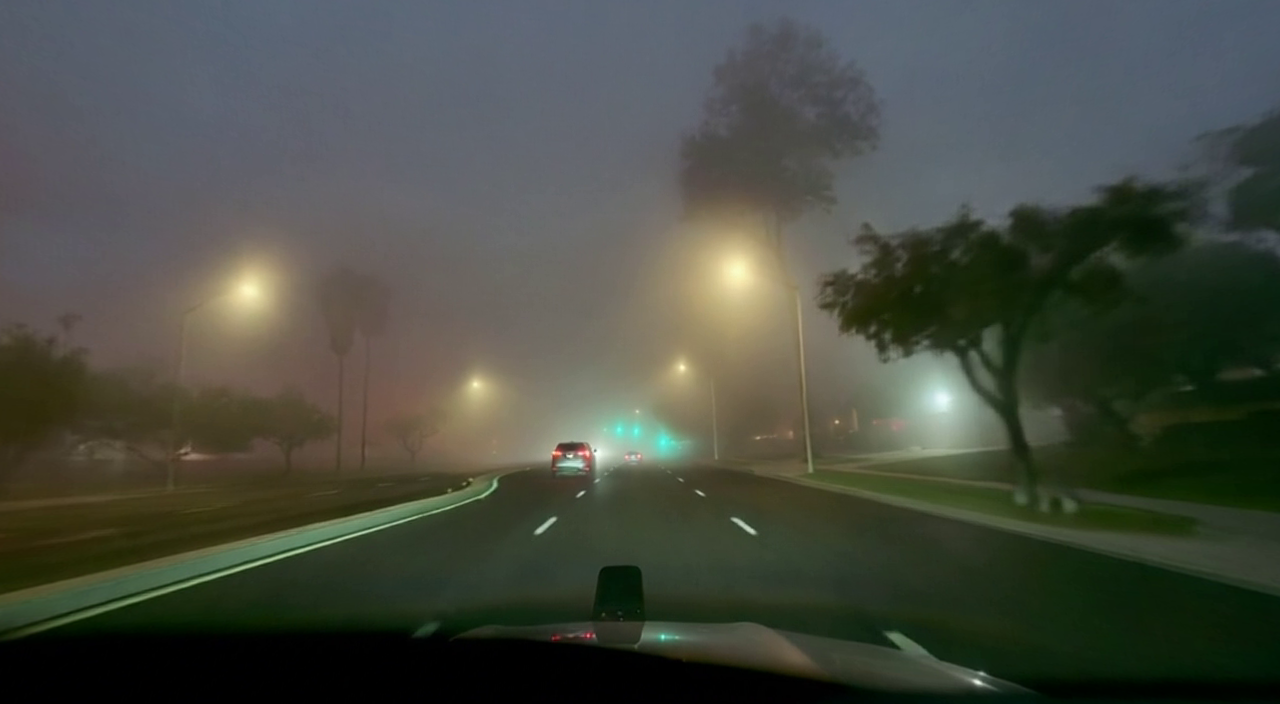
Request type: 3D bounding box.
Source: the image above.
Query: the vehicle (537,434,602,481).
[{"bbox_3d":[-3.158,4.923,29.672,2.370,1.968,5.698,0,-9,0],"label":"vehicle"}]
